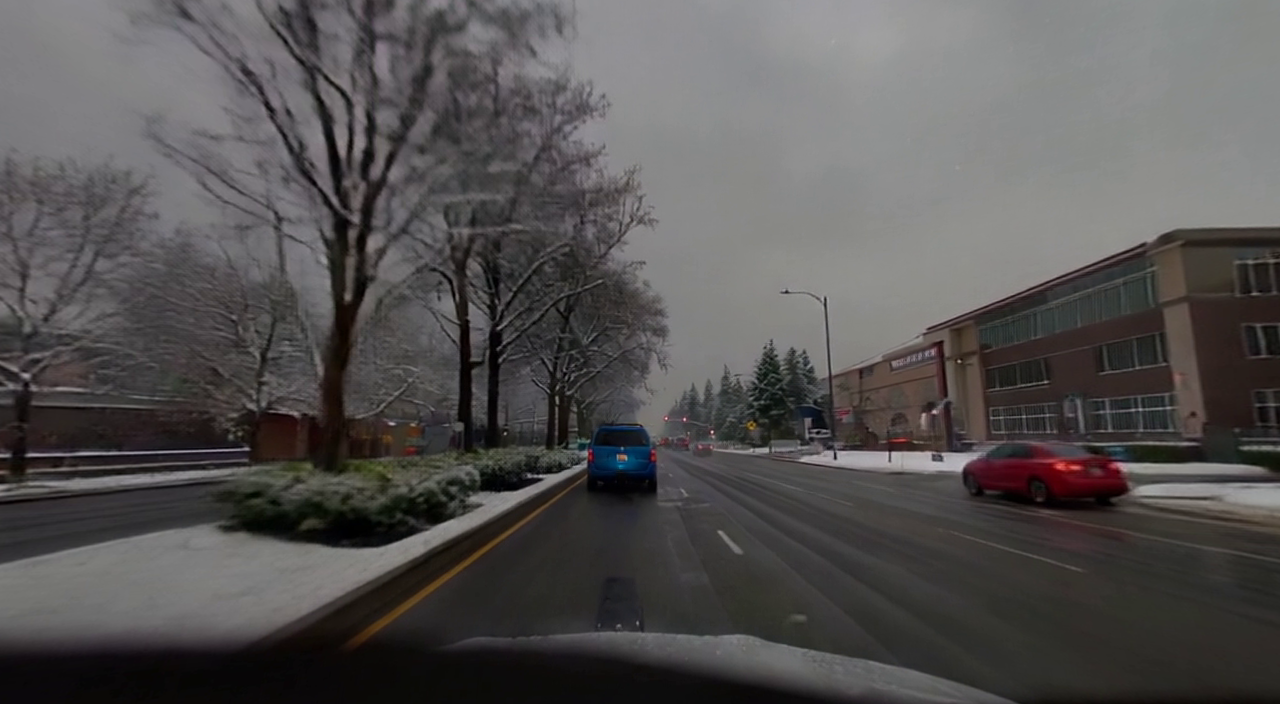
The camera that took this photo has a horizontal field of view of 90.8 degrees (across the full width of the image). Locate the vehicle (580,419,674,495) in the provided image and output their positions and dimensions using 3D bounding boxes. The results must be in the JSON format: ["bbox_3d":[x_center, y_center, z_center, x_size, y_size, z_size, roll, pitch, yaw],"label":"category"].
[{"bbox_3d":[-0.359,2.862,17.516,2.277,1.816,4.192,0,-8,-1],"label":"vehicle"}]

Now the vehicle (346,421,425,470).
[{"bbox_3d":[-19.239,7.164,48.337,2.811,3.399,7.898,1,-9,-2],"label":"vehicle"}]

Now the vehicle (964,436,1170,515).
[{"bbox_3d":[9.153,2.651,14.154,2.002,1.456,4.631,-2,-9,9],"label":"vehicle"}]
